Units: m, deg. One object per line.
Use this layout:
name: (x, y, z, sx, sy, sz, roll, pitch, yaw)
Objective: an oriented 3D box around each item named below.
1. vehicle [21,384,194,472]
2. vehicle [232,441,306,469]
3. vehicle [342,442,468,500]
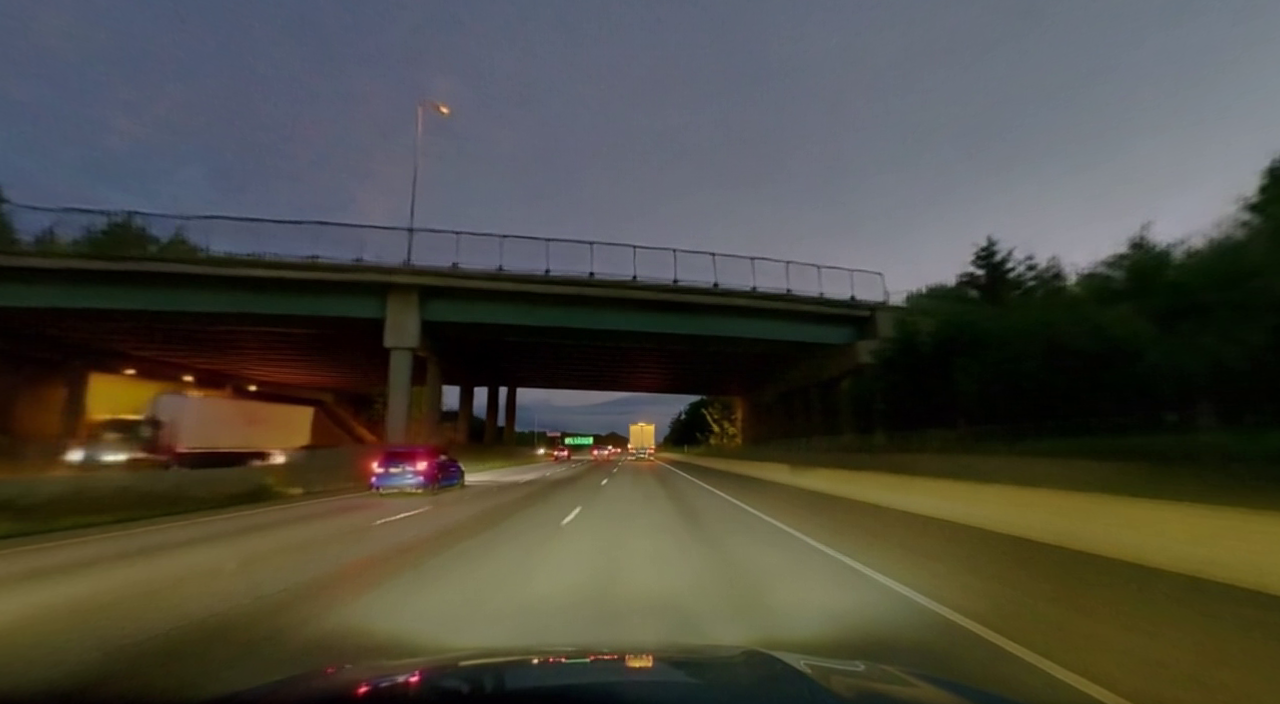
vehicle: (-25.428, 3.753, 30.649, 3.010, 3.830, 5.933, 0, -9, 0)
vehicle: (-20.878, 5.790, 35.688, 1.765, 1.465, 4.084, 0, -9, -2)
vehicle: (-6.842, 3.508, 19.025, 2.038, 1.489, 4.603, 0, -9, 0)
